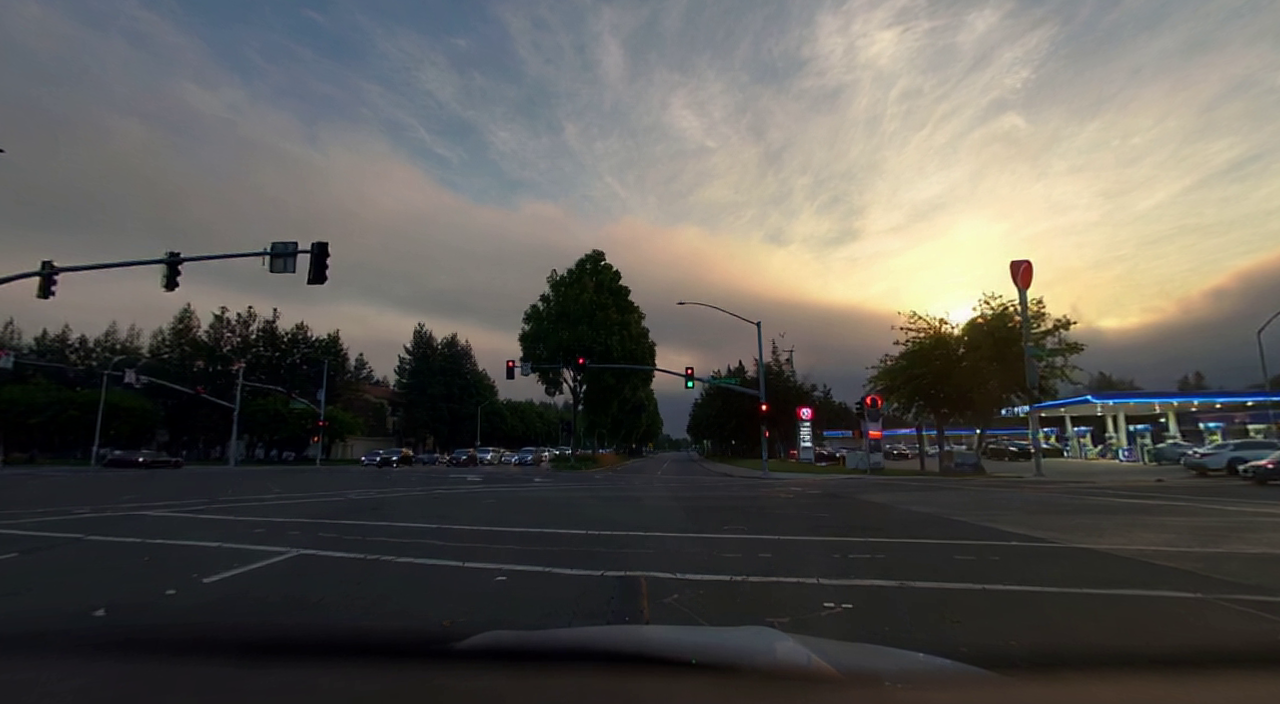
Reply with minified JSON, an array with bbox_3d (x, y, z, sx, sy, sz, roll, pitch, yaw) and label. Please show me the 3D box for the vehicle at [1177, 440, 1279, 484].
[{"bbox_3d":[22.091,3.783,21.841,4.716,1.455,2.060,-3,-9,17],"label":"vehicle"}]
